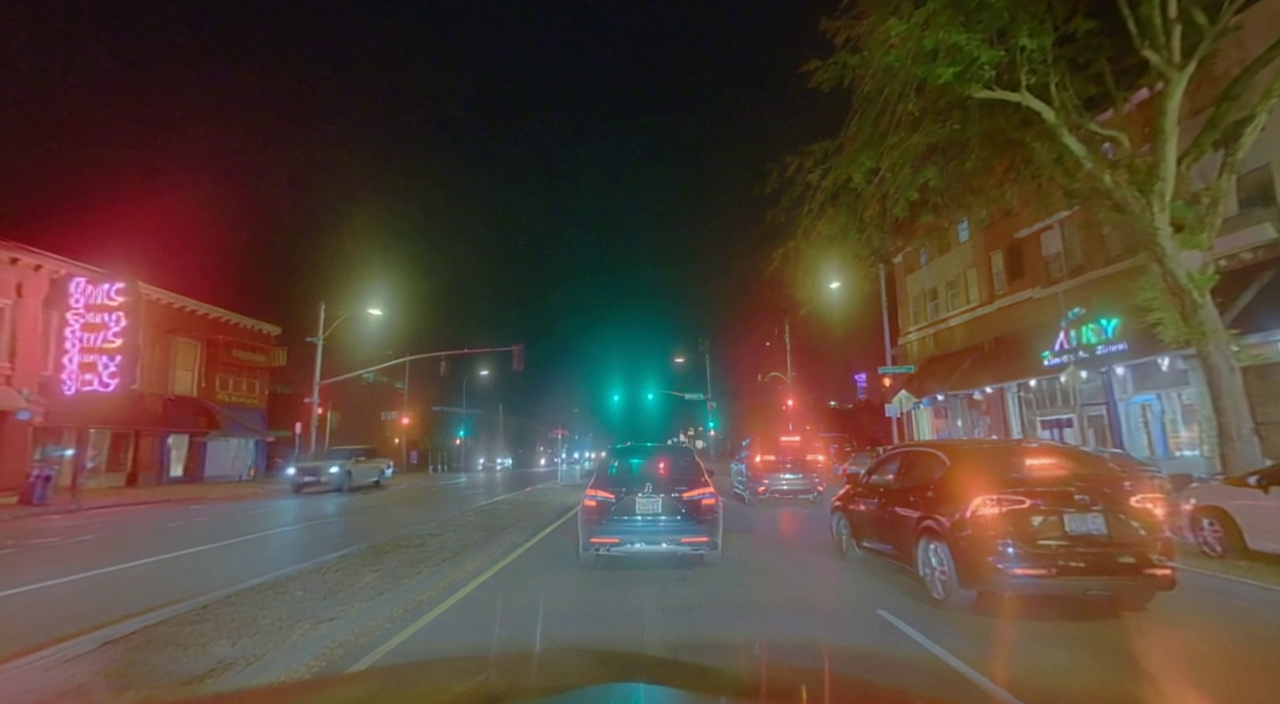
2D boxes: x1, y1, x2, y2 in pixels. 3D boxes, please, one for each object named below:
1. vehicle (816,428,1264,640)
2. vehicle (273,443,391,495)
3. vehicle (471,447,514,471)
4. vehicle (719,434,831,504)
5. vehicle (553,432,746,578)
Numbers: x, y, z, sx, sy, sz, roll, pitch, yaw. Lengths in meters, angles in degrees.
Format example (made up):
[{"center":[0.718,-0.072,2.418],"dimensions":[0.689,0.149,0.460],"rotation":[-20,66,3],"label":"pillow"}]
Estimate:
[{"center":[3.428,1.614,6.644],"dimensions":[1.988,1.480,4.195],"rotation":[0,-9,1],"label":"vehicle"},{"center":[-11.428,4.348,23.913],"dimensions":[2.042,1.749,4.629],"rotation":[-1,-9,1],"label":"vehicle"},{"center":[-11.221,8.150,48.408],"dimensions":[2.034,1.765,4.708],"rotation":[-1,-9,2],"label":"vehicle"},{"center":[3.528,3.160,17.454],"dimensions":[2.025,1.660,4.334],"rotation":[0,-9,-1],"label":"vehicle"},{"center":[0.074,1.865,8.403],"dimensions":[2.006,1.487,3.535],"rotation":[0,-9,-1],"label":"vehicle"}]
